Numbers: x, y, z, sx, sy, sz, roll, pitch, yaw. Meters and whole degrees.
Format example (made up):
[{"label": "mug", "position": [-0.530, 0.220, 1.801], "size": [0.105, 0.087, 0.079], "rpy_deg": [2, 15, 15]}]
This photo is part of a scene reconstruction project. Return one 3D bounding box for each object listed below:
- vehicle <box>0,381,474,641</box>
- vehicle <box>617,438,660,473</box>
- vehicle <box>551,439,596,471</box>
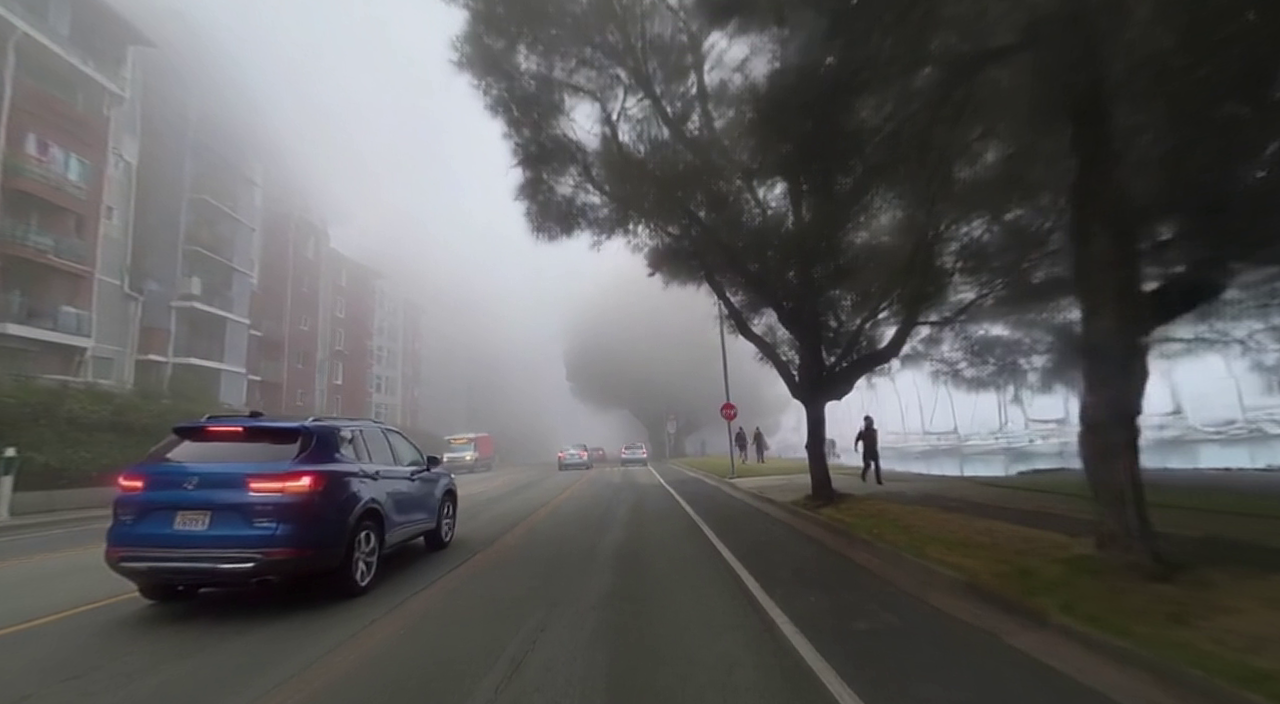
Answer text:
[{"label": "vehicle", "position": [-3.494, 1.481, 6.863], "size": [2.082, 1.817, 4.724], "rpy_deg": [0, -9, 0]}, {"label": "vehicle", "position": [-0.069, 5.263, 32.055], "size": [2.057, 1.624, 3.726], "rpy_deg": [0, -9, 0]}, {"label": "vehicle", "position": [-3.714, 5.834, 35.767], "size": [2.056, 1.680, 4.205], "rpy_deg": [0, -9, 1]}]
